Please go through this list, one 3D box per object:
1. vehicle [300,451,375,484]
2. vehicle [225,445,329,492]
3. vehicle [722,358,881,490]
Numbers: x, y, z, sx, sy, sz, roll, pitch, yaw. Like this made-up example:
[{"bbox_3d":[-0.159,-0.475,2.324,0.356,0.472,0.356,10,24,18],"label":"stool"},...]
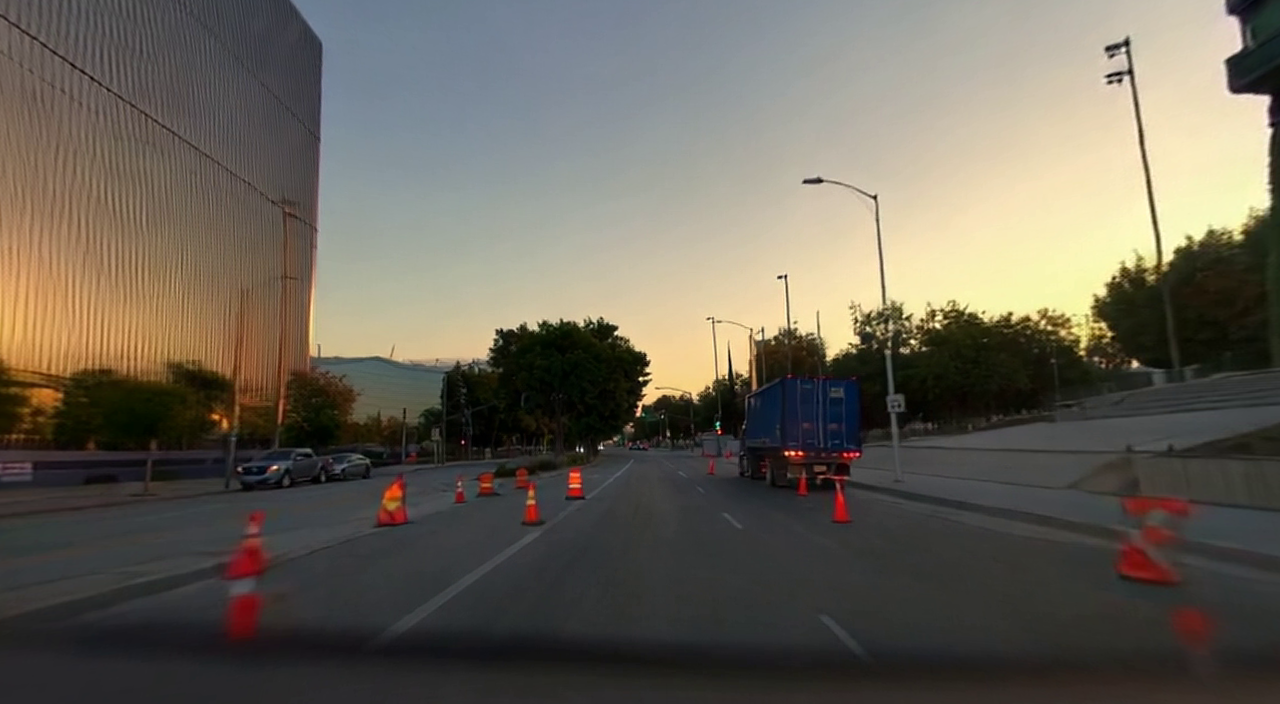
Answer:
[{"bbox_3d":[-16.838,6.400,35.472,1.925,1.665,4.893,0,-9,-1],"label":"vehicle"},{"bbox_3d":[-16.807,5.363,29.624,1.937,1.984,4.928,0,-9,0],"label":"vehicle"},{"bbox_3d":[5.437,2.876,23.735,3.176,3.913,9.805,0,-9,-1],"label":"vehicle"}]
